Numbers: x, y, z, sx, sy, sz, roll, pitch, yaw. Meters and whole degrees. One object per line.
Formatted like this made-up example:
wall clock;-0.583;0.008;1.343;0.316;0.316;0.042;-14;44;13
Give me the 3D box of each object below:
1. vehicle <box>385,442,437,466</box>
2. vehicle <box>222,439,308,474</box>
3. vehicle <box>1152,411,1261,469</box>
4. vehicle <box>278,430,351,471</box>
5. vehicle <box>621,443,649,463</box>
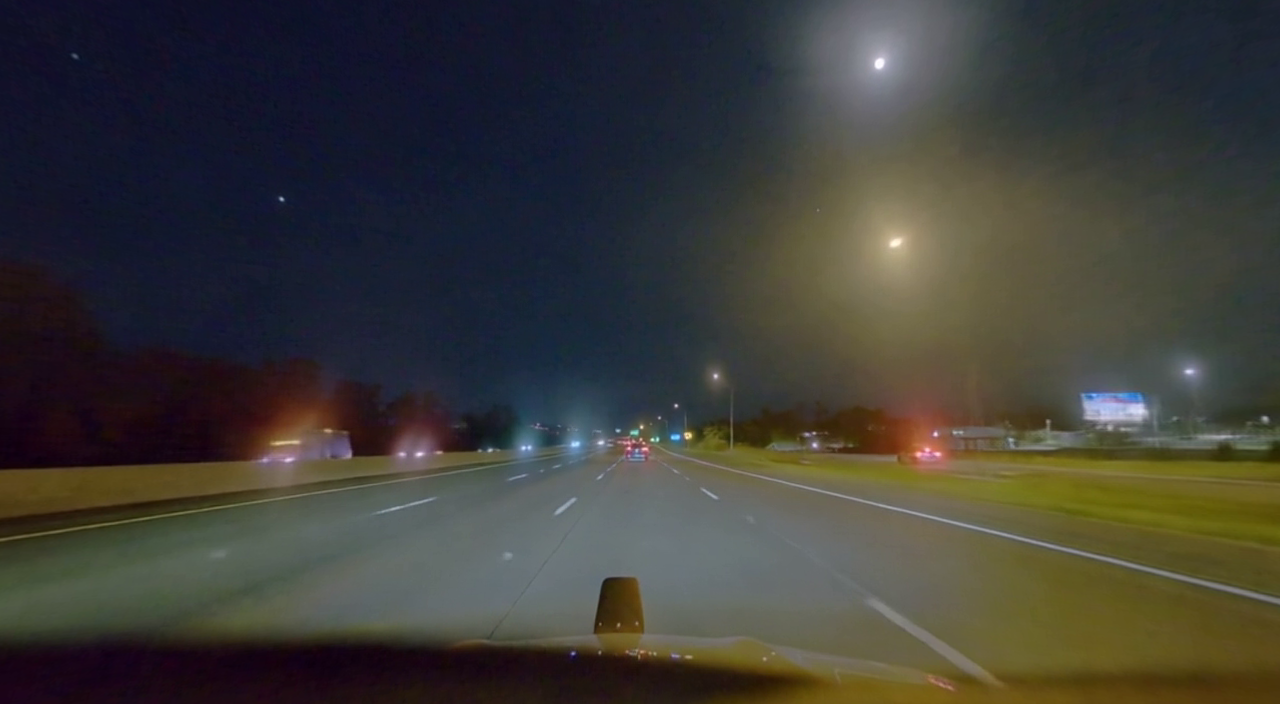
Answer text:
vehicle;-17.649;7.867;49.001;2.006;1.741;5.547;0;-9;0
vehicle;-25.326;7.060;43.040;2.155;2.166;5.959;0;-9;0
vehicle;43.416;6.779;48.962;3.121;3.928;10.924;-6;-9;26
vehicle;-25.386;7.710;49.567;2.614;2.968;5.747;0;-9;0
vehicle;-0.409;7.724;48.368;2.025;1.460;4.189;0;-9;-2
